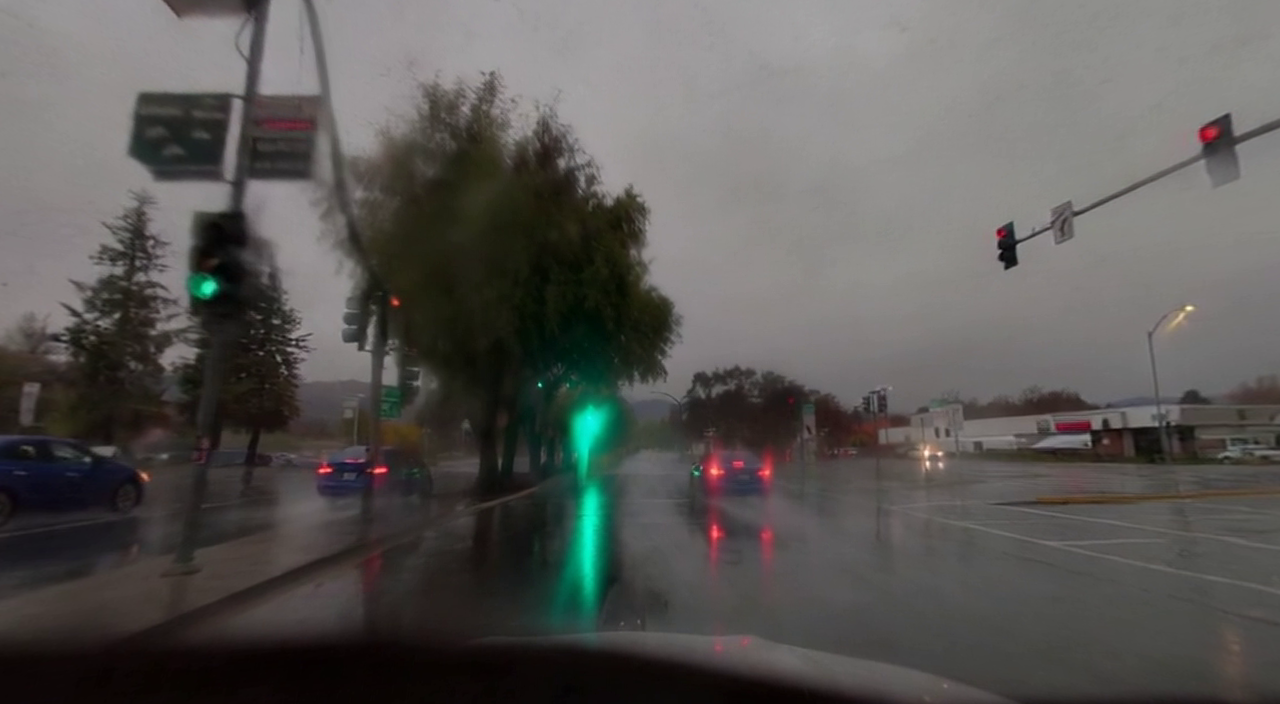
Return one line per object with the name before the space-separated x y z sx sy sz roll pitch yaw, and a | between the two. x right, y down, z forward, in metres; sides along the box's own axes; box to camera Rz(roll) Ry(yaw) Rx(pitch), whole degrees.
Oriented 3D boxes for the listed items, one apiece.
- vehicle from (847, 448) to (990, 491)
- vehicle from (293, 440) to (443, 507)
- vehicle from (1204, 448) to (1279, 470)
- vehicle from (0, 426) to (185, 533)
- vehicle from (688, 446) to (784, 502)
vehicle | 10.570 4.437 24.034 4.703 1.492 1.930 2 -9 -14
vehicle | -6.791 3.049 16.394 1.995 1.470 4.556 0 -8 -2
vehicle | 43.760 7.745 45.834 1.723 1.431 3.880 0 -8 -1
vehicle | -10.026 1.995 10.172 1.979 1.494 4.693 0 -8 -2
vehicle | 2.809 3.676 19.520 1.940 1.487 4.562 0 -8 -4
